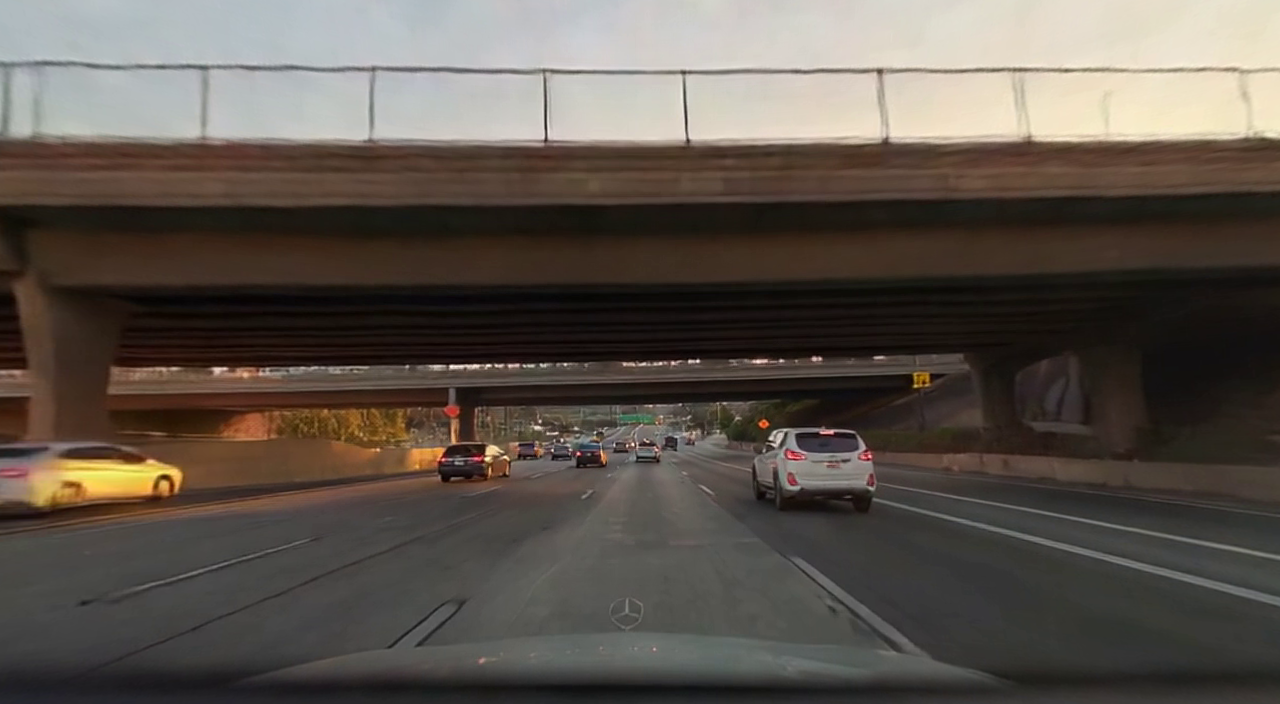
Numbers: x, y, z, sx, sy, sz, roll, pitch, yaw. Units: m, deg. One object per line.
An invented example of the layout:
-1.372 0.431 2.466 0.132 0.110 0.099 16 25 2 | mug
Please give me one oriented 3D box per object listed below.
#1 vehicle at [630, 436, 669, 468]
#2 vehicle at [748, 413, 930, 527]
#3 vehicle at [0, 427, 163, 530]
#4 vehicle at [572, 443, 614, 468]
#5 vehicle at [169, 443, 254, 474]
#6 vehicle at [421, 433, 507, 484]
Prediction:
0.565 5.706 36.184 2.133 1.739 3.925 0 -8 2 | vehicle
3.641 2.259 12.639 2.083 1.823 4.627 0 -8 -1 | vehicle
-11.724 2.259 11.506 2.076 1.701 5.093 0 -8 0 | vehicle
-2.794 6.291 38.589 2.205 1.406 4.286 0 -8 1 | vehicle
-23.278 5.772 34.459 1.717 1.566 4.303 0 -8 -2 | vehicle
-6.365 3.898 23.321 1.946 1.688 4.019 0 -8 1 | vehicle
